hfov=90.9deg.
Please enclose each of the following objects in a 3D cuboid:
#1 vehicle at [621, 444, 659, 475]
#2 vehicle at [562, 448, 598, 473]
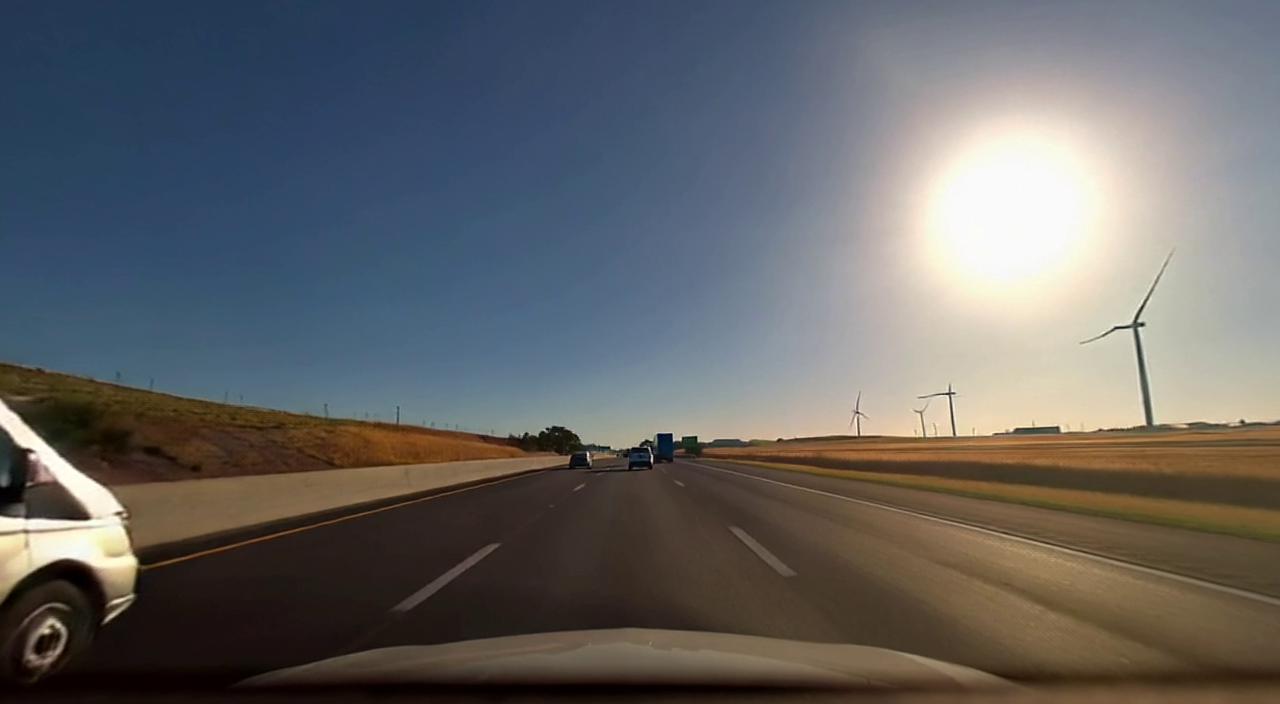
[{"bbox_3d":[-0.008,6.202,36.615,2.083,1.689,4.083,0,-9,0],"label":"vehicle"},{"bbox_3d":[-3.901,7.182,41.908,1.984,1.491,4.341,0,-9,0],"label":"vehicle"}]
